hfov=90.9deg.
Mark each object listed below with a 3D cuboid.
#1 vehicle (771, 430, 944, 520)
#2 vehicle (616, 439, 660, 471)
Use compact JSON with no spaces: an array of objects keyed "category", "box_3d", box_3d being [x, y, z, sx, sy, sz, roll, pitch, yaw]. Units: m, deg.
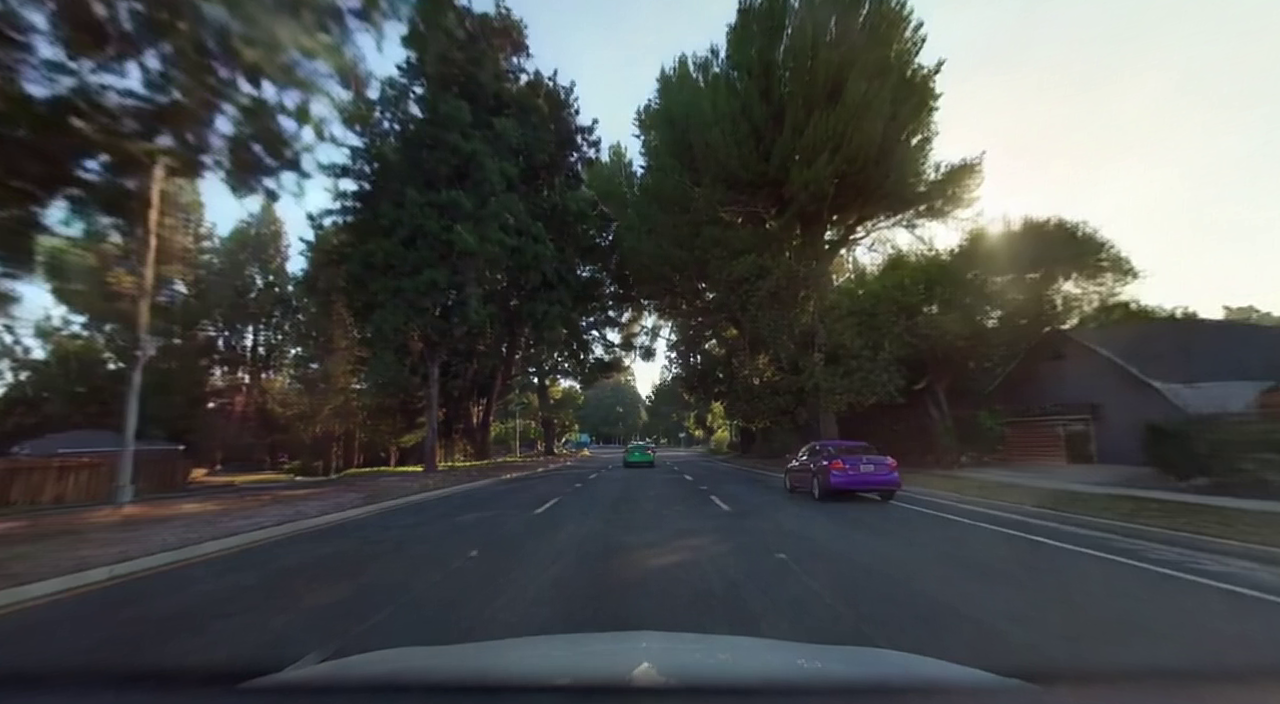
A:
[{"category":"vehicle","box_3d":[4.172,2.388,13.004,1.943,1.471,4.515,-1,-7,0]},{"category":"vehicle","box_3d":[-0.047,5.555,34.453,2.206,1.525,4.695,-1,-7,1]}]
